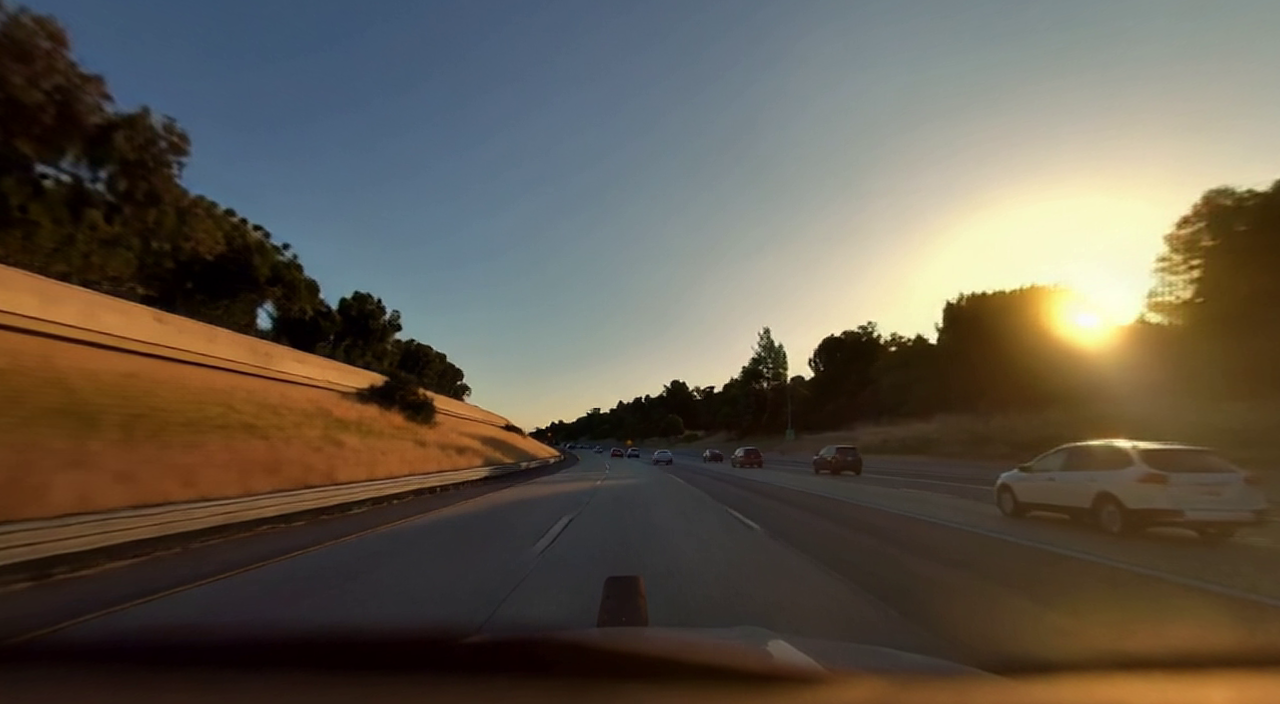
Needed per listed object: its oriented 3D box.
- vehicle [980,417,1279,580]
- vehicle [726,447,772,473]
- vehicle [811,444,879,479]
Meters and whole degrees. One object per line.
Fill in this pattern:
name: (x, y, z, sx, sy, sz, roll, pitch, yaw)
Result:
vehicle: (7.246, 1.896, 9.001, 2.048, 1.697, 4.689, 1, -8, -1)
vehicle: (6.494, 6.464, 37.789, 1.940, 1.482, 3.644, 1, -8, -3)
vehicle: (10.444, 5.577, 32.323, 1.986, 1.644, 4.126, 1, -8, -2)
